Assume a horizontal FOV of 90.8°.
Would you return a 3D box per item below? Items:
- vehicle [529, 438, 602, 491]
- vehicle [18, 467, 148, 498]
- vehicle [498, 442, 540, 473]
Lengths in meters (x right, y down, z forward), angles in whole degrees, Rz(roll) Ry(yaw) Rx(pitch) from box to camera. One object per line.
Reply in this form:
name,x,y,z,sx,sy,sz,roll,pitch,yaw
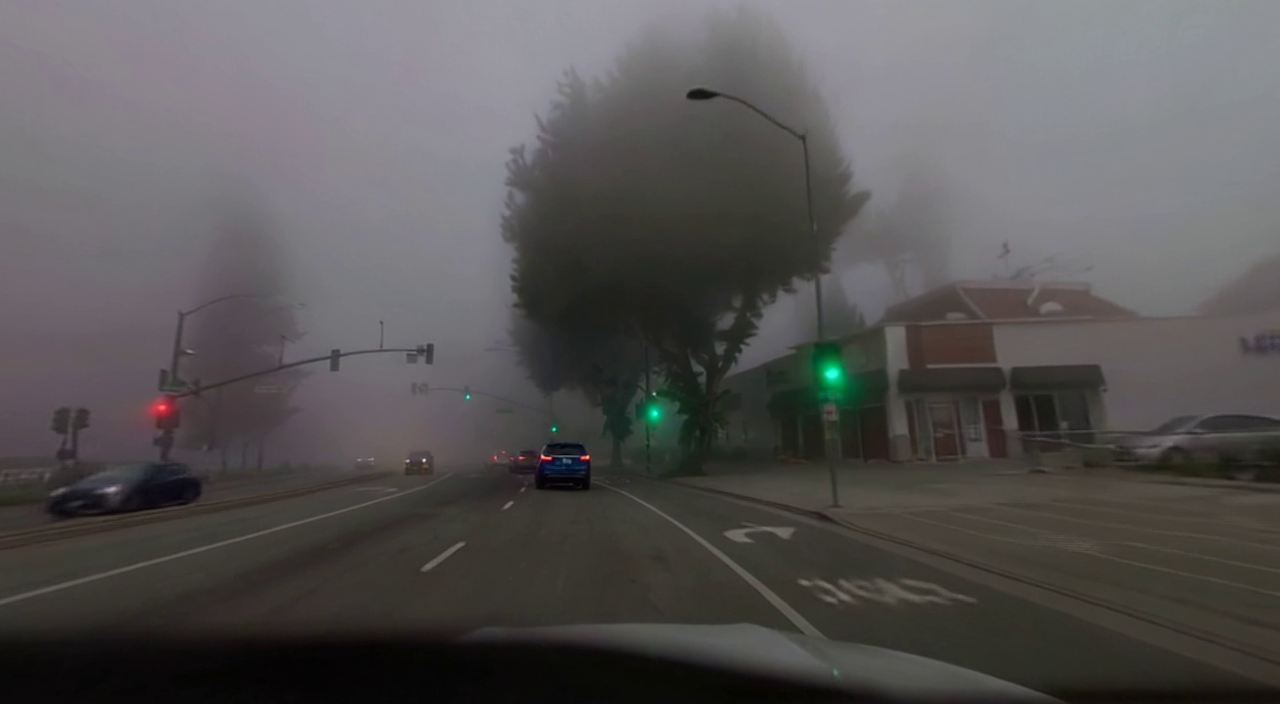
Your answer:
vehicle,-2.819,4.057,23.083,2.227,1.733,3.930,2,-9,-12
vehicle,-30.850,7.245,35.183,4.804,1.544,2.244,4,-9,-18
vehicle,-8.225,7.104,42.683,2.067,1.947,4.628,4,-9,-19
